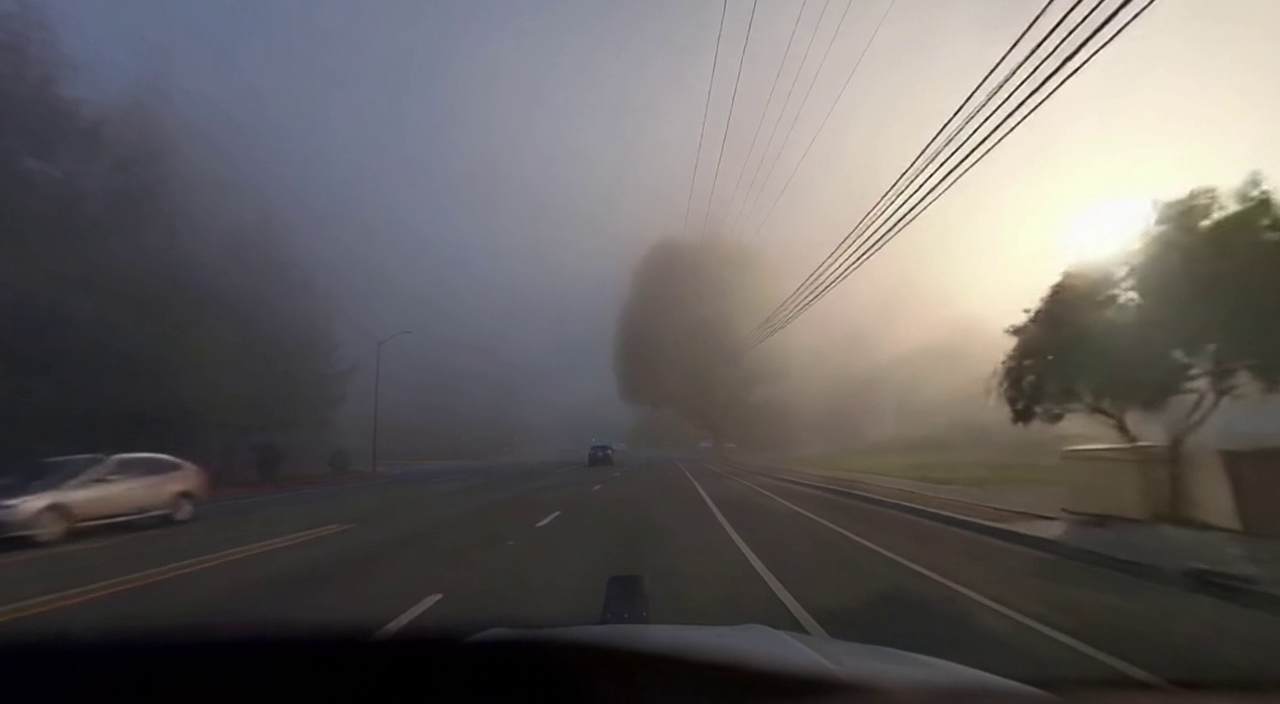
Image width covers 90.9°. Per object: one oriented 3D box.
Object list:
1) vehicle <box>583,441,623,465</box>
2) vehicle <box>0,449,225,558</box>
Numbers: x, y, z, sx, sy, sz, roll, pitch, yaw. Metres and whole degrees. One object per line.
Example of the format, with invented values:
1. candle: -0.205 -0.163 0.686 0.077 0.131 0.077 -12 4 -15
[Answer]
1. vehicle: -2.302 6.437 40.289 2.084 1.466 4.522 -1 -9 3
2. vehicle: -10.129 2.531 11.361 2.106 1.524 4.624 0 -9 0
